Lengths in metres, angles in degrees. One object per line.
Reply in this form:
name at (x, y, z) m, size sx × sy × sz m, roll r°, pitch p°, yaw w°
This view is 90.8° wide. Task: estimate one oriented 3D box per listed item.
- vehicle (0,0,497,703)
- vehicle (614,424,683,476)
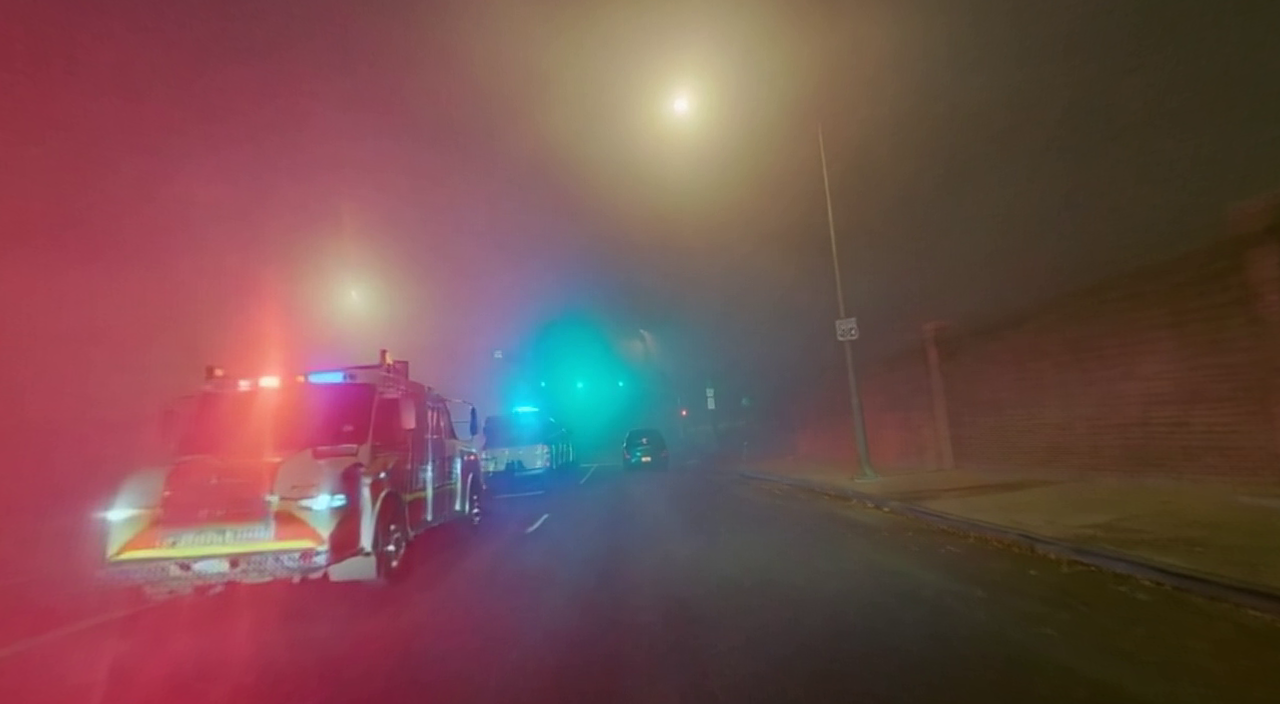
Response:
vehicle at (-3.167, 0.122, 1.549) m, size 3.644 × 3.138 × 9.346 m, roll 0°, pitch -8°, yaw -1°
vehicle at (0.208, 3.828, 24.901) m, size 2.332 × 1.831 × 4.930 m, roll 0°, pitch -8°, yaw -3°
